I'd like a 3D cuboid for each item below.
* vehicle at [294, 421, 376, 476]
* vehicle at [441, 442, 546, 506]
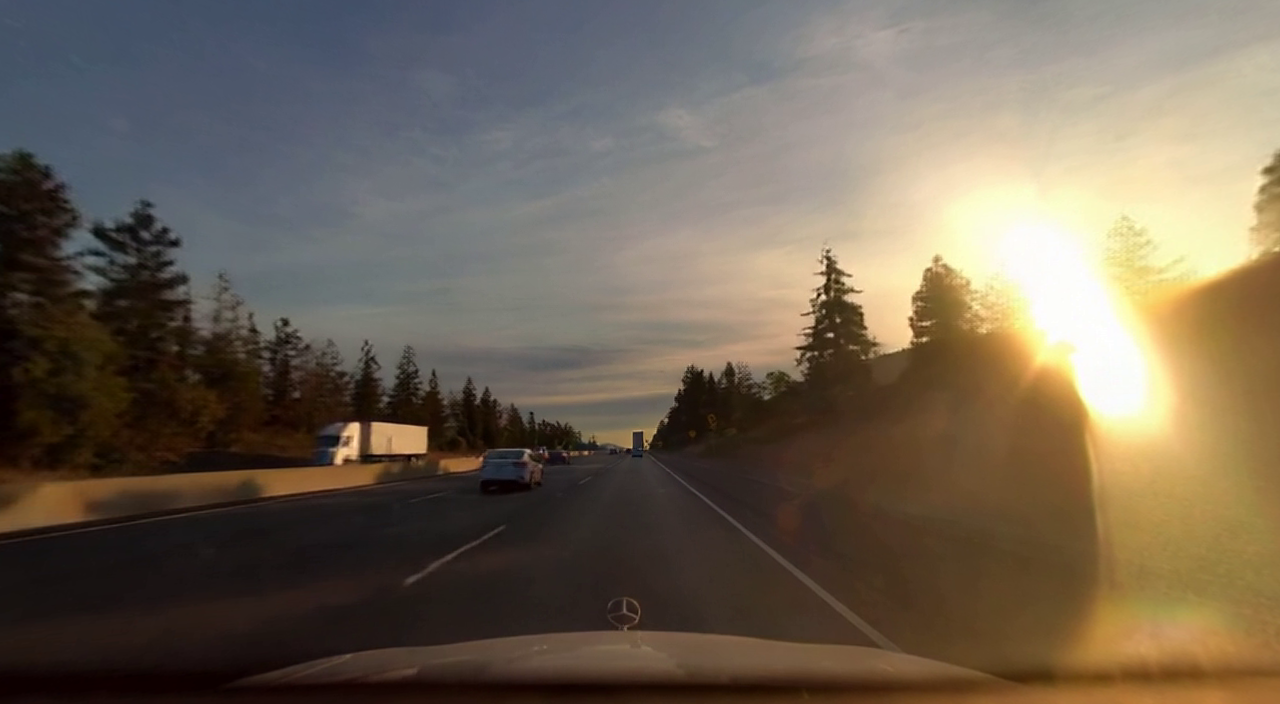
[{"bbox_3d":[-23.021,7.344,48.073,3.230,3.869,5.810,0,-9,0],"label":"vehicle"},{"bbox_3d":[-3.816,3.228,17.085,1.893,1.521,3.742,0,-9,1],"label":"vehicle"}]
